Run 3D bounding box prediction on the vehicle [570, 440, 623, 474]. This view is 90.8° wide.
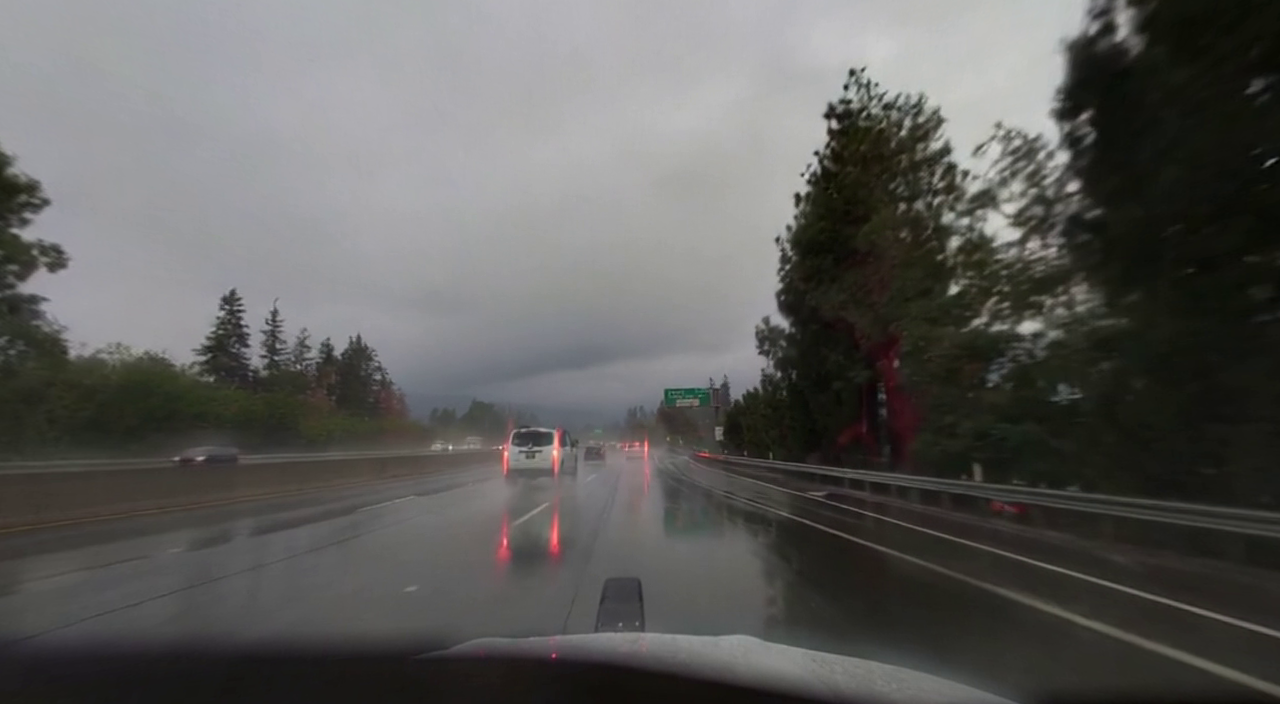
[{"bbox_3d":[-2.078,5.190,31.484,2.068,1.539,4.720,-1,-9,3],"label":"vehicle"}]

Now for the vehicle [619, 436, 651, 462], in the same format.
[{"bbox_3d":[-0.362,7.414,48.281,2.306,1.857,4.657,0,-9,0],"label":"vehicle"}]

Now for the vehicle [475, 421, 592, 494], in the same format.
[{"bbox_3d":[-3.106,3.280,19.947,2.497,1.957,5.432,-1,-9,3],"label":"vehicle"}]
